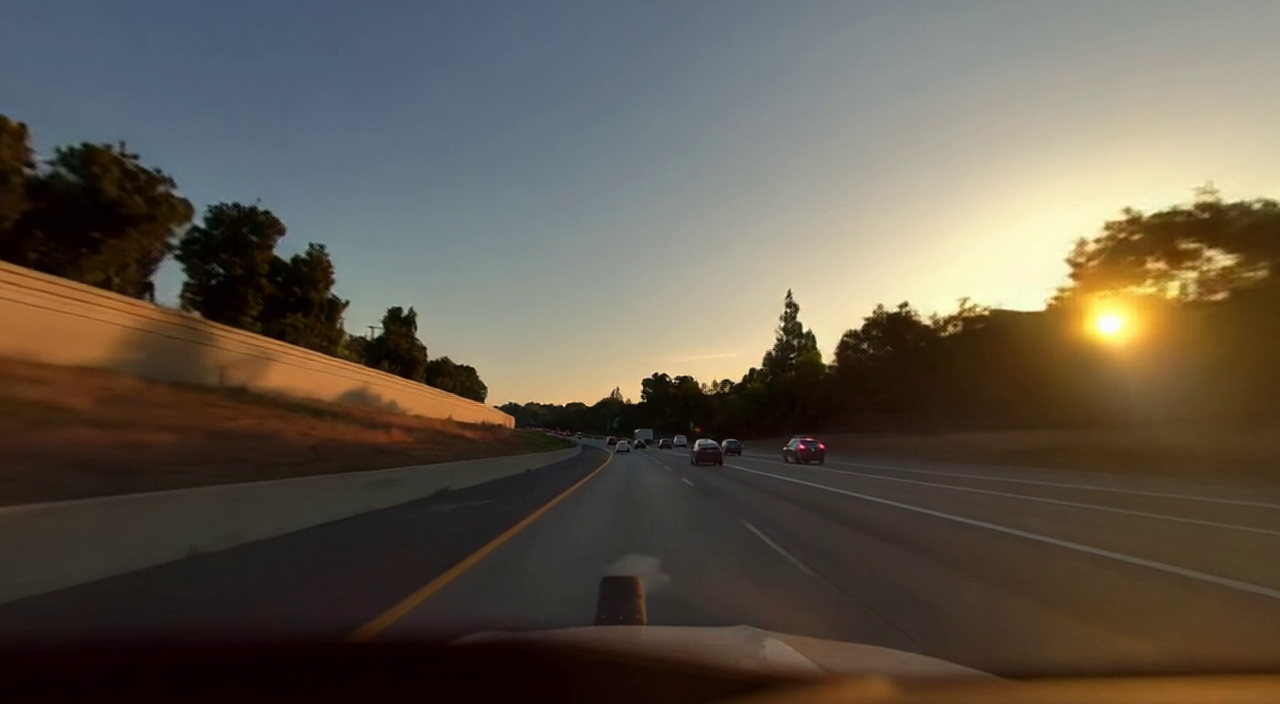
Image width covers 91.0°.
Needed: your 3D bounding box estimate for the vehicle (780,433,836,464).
[{"bbox_3d":[10.262,5.954,38.782,2.077,1.763,4.472,0,-8,-2],"label":"vehicle"}]
